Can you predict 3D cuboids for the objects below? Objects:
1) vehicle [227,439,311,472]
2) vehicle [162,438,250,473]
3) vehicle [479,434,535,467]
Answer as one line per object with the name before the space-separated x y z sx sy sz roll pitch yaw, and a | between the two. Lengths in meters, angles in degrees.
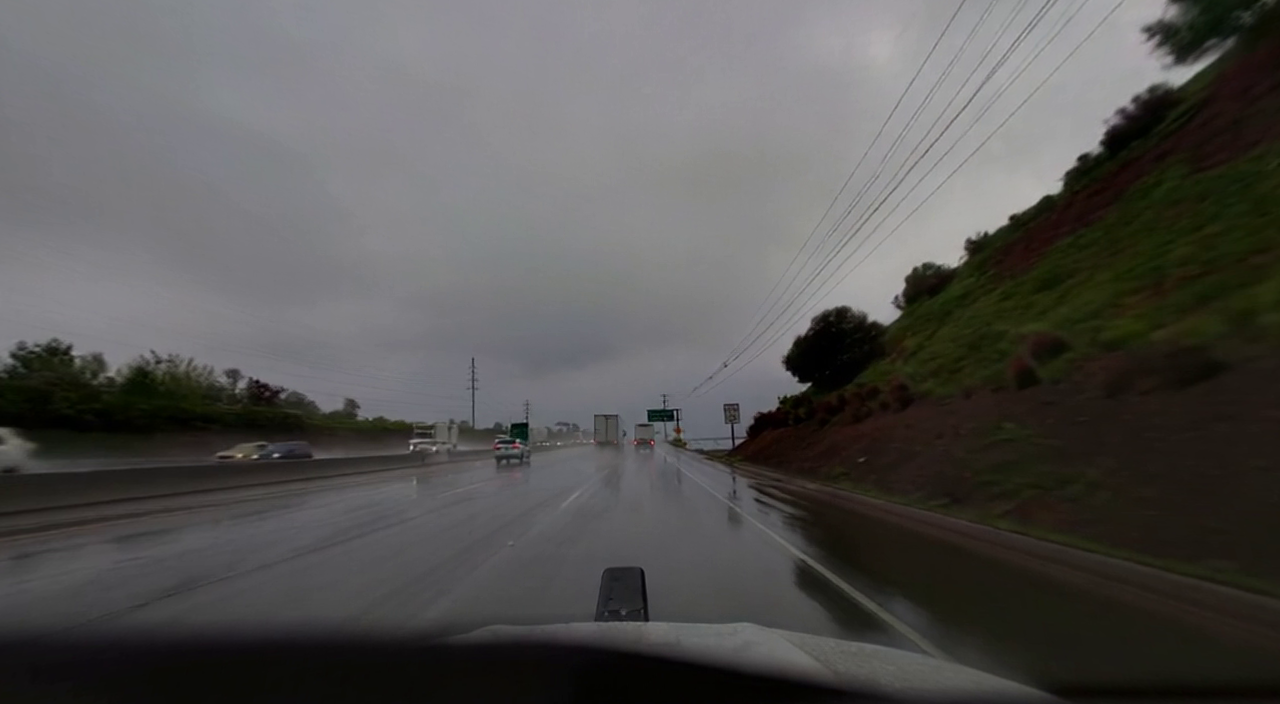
vehicle | -18.706 5.220 32.035 1.842 1.522 4.131 0 -8 -2
vehicle | -24.331 5.797 35.590 1.870 1.814 4.313 0 -8 0
vehicle | -7.556 5.637 36.296 2.192 1.762 4.559 0 -8 1
